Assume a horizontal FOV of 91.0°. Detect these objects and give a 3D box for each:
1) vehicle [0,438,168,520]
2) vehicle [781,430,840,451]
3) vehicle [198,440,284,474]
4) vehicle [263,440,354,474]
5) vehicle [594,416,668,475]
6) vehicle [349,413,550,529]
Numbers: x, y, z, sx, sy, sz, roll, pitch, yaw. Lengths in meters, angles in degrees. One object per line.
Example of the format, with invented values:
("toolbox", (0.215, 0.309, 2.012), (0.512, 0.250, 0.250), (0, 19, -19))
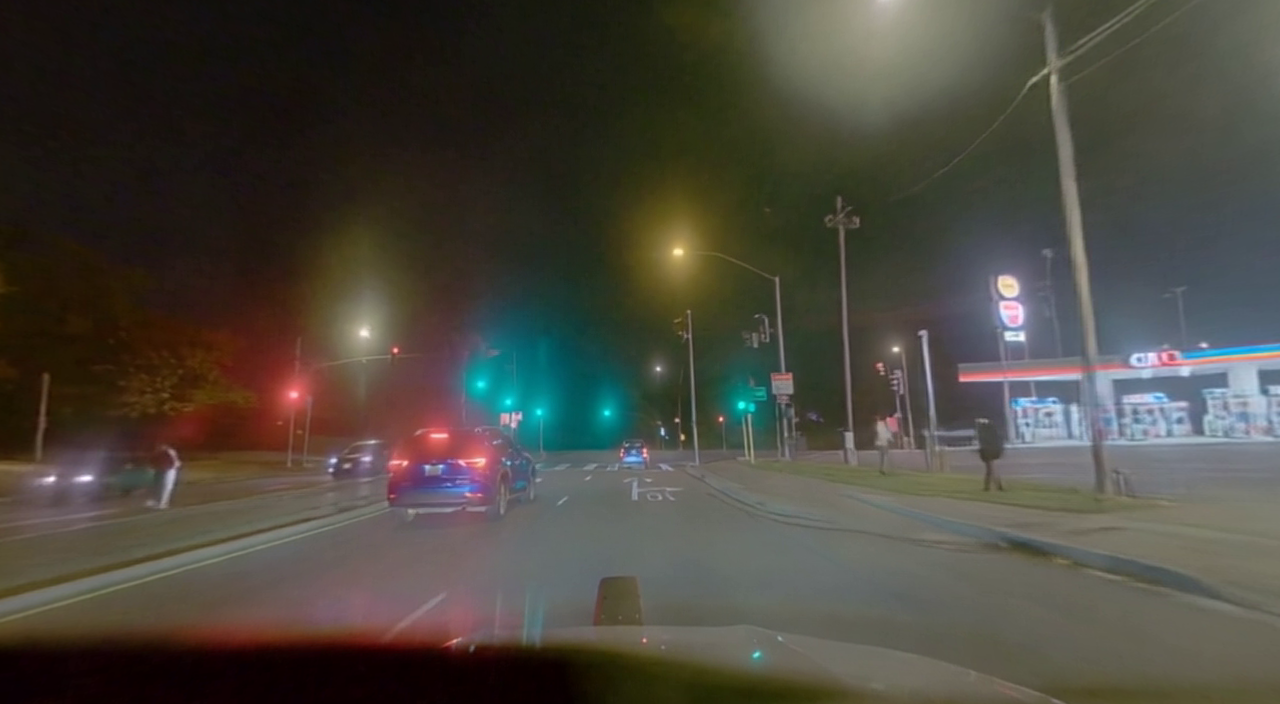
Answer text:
("vehicle", (-15.294, 3.308, 16.820), (2.044, 1.832, 4.569), (-2, -8, -4))
("vehicle", (13.227, 6.881, 48.807), (3.997, 1.496, 1.907), (3, -9, -18))
("vehicle", (-31.360, 8.271, 49.563), (5.274, 1.973, 2.438), (-8, -10, 4))
("vehicle", (-16.481, 5.244, 31.580), (2.191, 1.544, 4.541), (0, -9, -2))
("vehicle", (-0.371, 3.631, 24.418), (2.552, 1.999, 5.498), (0, -9, -1))
("vehicle", (-3.242, 2.171, 12.039), (2.247, 1.734, 4.919), (0, -9, 1))
